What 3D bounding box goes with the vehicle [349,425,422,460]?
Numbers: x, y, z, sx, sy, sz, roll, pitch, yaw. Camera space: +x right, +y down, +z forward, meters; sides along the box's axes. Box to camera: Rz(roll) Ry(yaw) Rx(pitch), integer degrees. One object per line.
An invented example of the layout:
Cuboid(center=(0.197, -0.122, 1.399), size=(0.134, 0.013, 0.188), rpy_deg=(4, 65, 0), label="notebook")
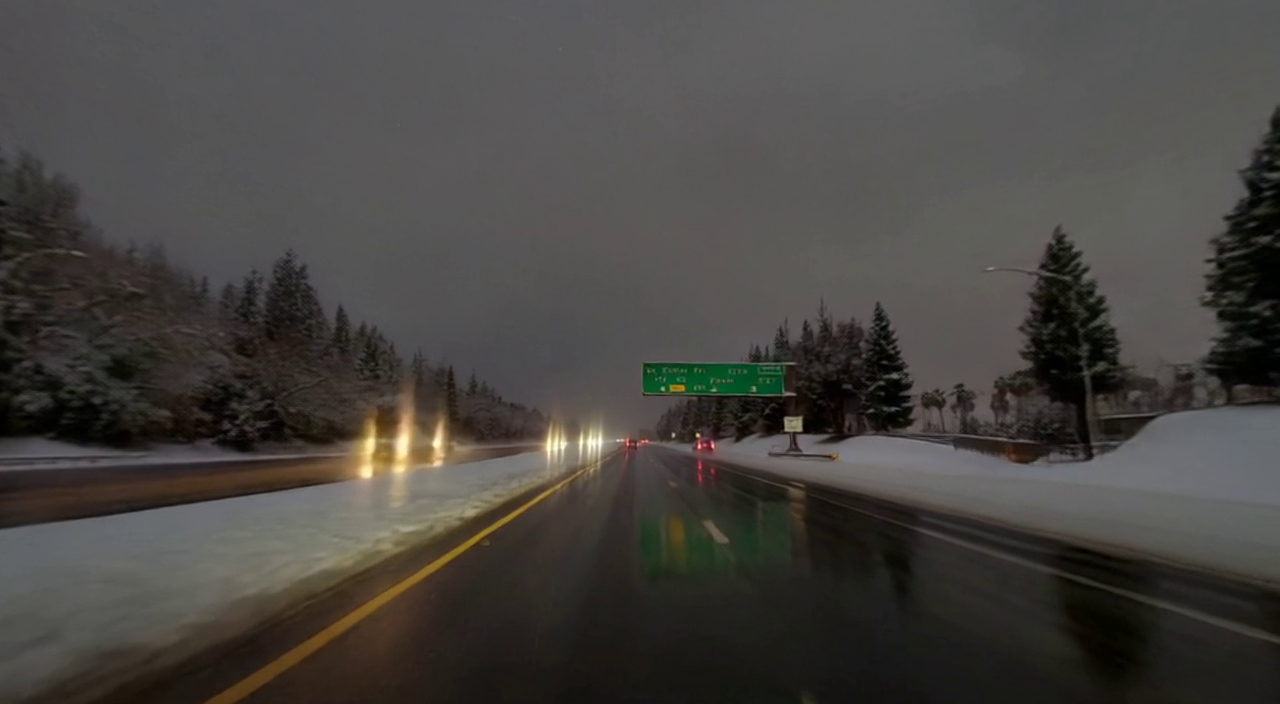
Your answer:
Cuboid(center=(-13.407, 4.818, 33.622), size=(2.006, 1.695, 4.512), rpy_deg=(0, -8, -1), label="vehicle")
